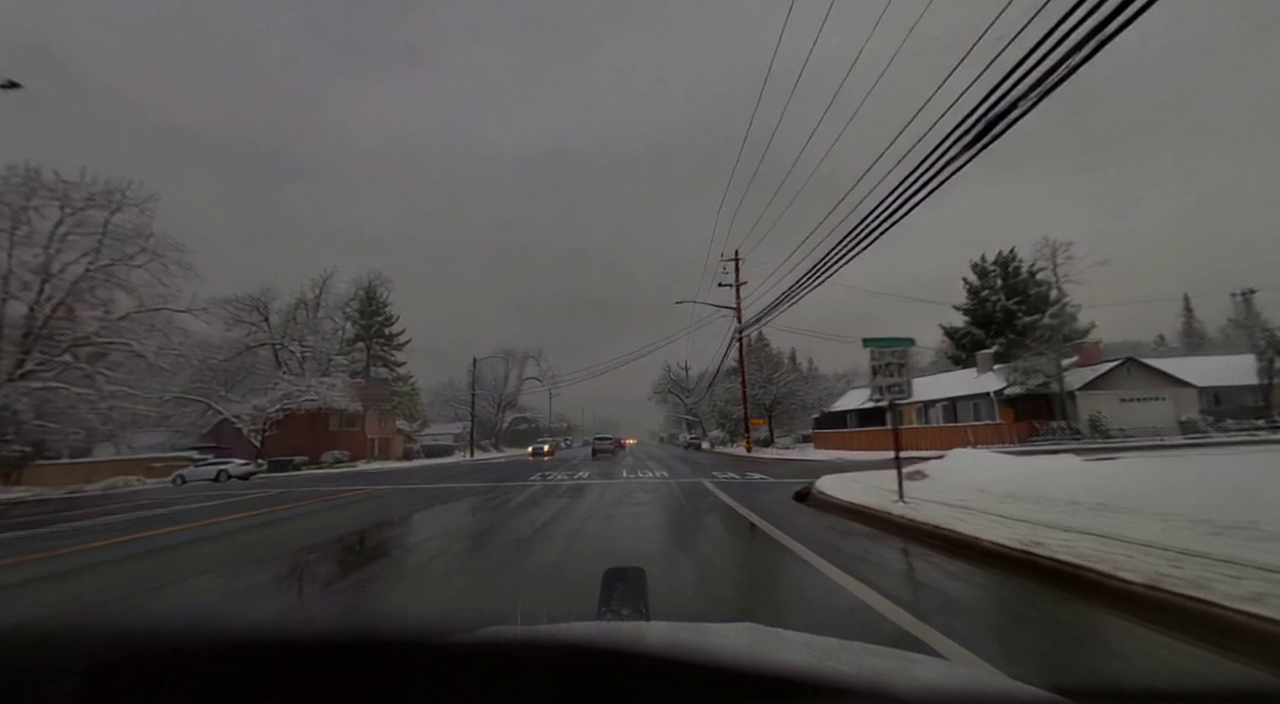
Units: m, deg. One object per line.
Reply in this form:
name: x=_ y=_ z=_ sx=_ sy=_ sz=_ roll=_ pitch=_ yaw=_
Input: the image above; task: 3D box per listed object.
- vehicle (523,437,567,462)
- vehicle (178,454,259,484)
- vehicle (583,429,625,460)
vehicle: x=-6.188 y=6.425 z=41.759 sx=2.155 sy=1.533 sz=4.530 roll=-1 pitch=-8 yaw=1
vehicle: x=-27.244 y=7.554 z=40.969 sx=1.938 sy=1.725 sz=4.846 roll=0 pitch=-8 yaw=0
vehicle: x=-2.232 y=6.005 z=40.832 sx=2.327 sy=1.861 sz=4.941 roll=0 pitch=-8 yaw=1
